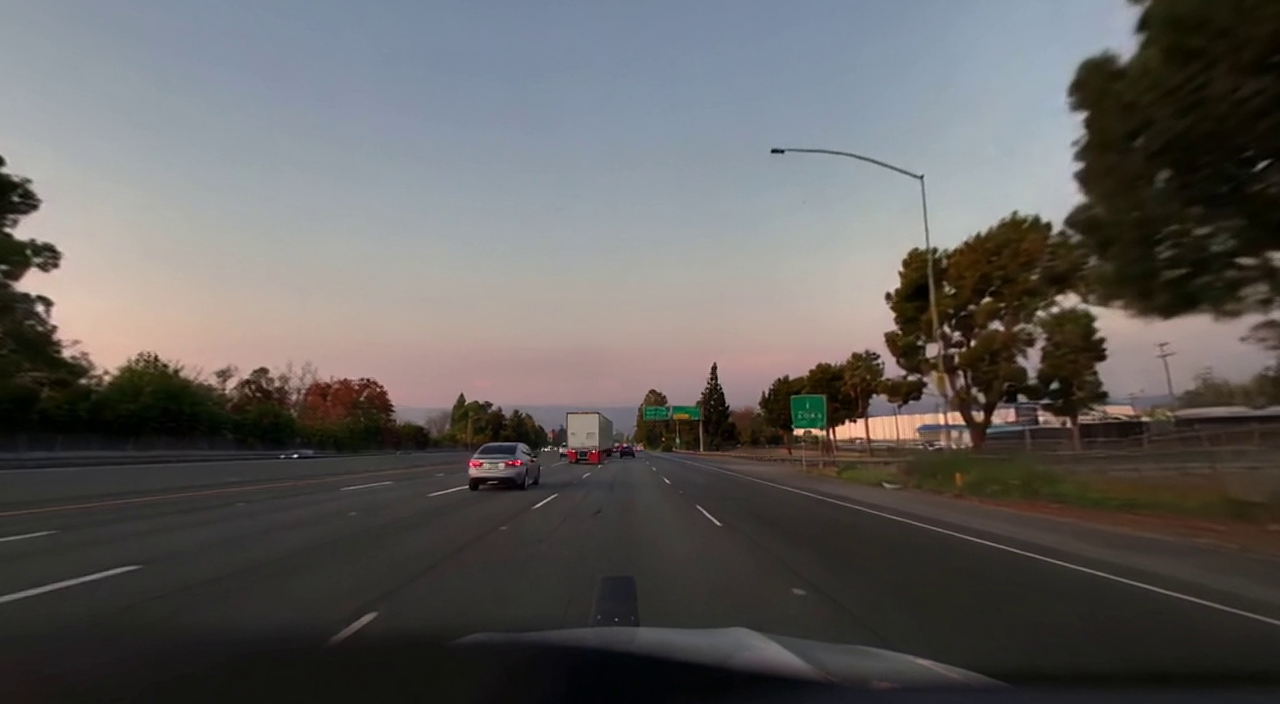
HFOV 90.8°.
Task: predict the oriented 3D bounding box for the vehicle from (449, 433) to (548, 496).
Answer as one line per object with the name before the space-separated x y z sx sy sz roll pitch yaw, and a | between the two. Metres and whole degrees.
vehicle | -4.097 3.341 19.068 2.033 1.669 4.112 0 -9 0
